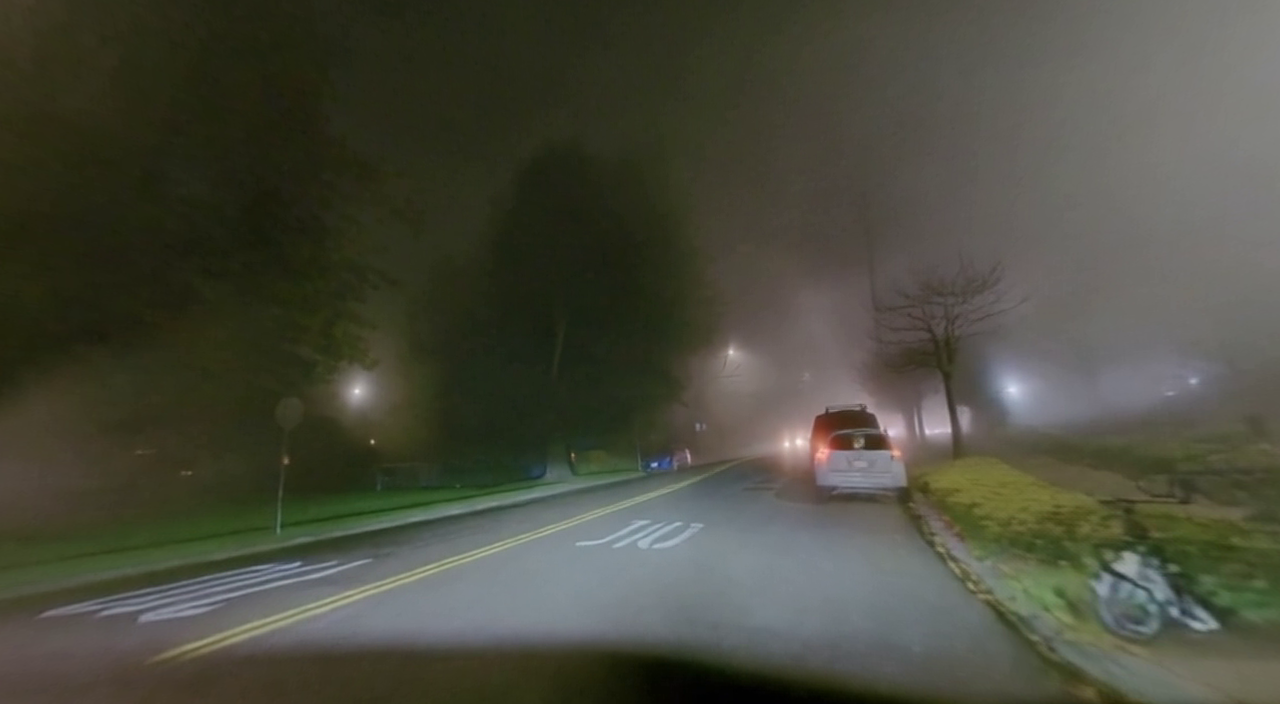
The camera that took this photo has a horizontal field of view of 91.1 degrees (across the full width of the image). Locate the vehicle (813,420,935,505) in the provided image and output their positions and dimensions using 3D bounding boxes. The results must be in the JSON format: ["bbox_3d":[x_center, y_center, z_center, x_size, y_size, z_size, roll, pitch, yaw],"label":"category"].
[{"bbox_3d":[5.278,2.537,14.776,2.242,1.661,4.273,-3,-9,15],"label":"vehicle"}]

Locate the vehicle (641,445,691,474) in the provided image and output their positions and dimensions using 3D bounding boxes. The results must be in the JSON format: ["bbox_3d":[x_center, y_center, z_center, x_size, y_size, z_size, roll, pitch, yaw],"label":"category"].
[{"bbox_3d":[1.674,6.542,38.562,2.033,1.456,4.370,-9,-10,14],"label":"vehicle"}]
